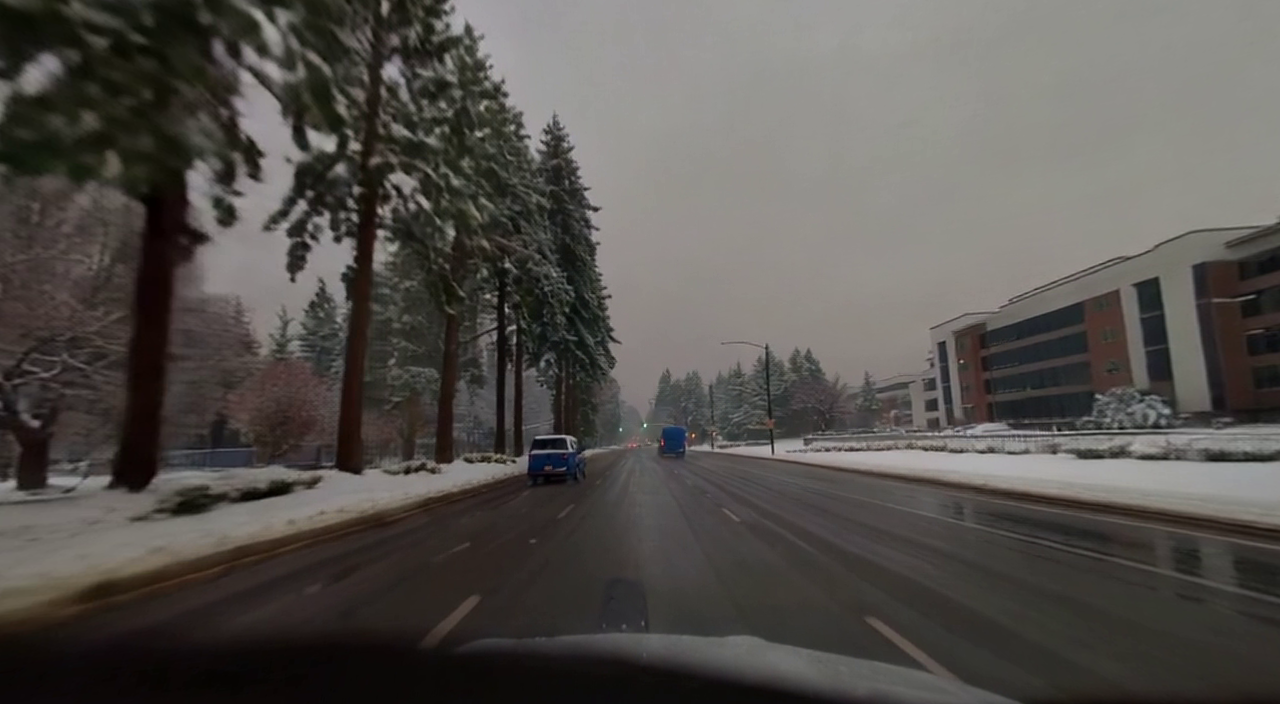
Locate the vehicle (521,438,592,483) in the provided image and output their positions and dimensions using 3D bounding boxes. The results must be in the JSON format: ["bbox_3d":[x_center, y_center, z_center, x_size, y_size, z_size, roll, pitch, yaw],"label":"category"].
[{"bbox_3d":[-3.148,4.209,24.791,2.129,1.602,4.532,0,-8,1],"label":"vehicle"}]
